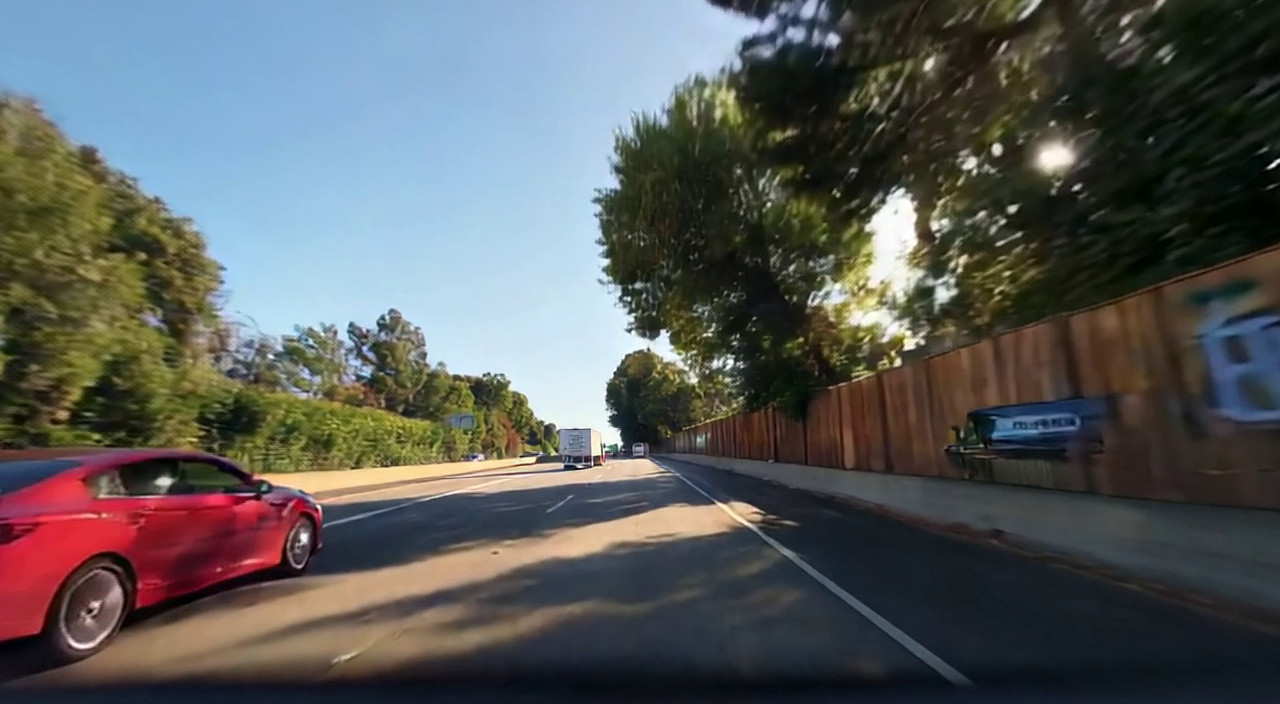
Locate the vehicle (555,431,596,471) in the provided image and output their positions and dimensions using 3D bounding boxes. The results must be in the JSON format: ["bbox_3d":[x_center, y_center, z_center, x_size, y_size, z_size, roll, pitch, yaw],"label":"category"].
[{"bbox_3d":[-4.339,6.809,43.373,2.305,2.517,5.486,0,-9,0],"label":"vehicle"}]

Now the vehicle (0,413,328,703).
[{"bbox_3d":[-4.287,1.228,4.278,2.024,1.476,4.466,0,-9,0],"label":"vehicle"}]

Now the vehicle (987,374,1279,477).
[{"bbox_3d":[23.977,3.921,31.699,2.782,4.082,12.925,2,-9,-17],"label":"vehicle"}]
